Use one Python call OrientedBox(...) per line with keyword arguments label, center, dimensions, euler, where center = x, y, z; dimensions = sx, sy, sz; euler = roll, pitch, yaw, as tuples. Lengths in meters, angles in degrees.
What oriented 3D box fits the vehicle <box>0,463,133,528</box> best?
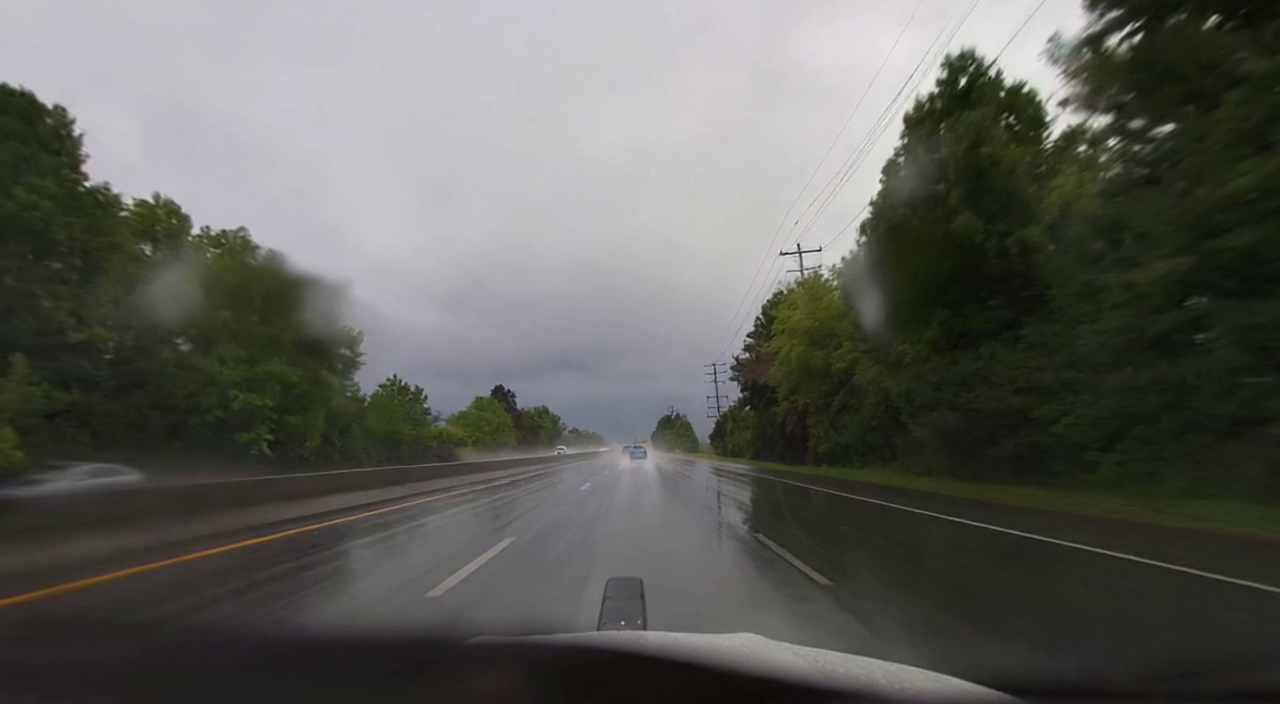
OrientedBox(label="vehicle", center=(-16.132, 3.739, 16.815), dimensions=(1.843, 1.443, 4.036), euler=(0, -9, -1))
